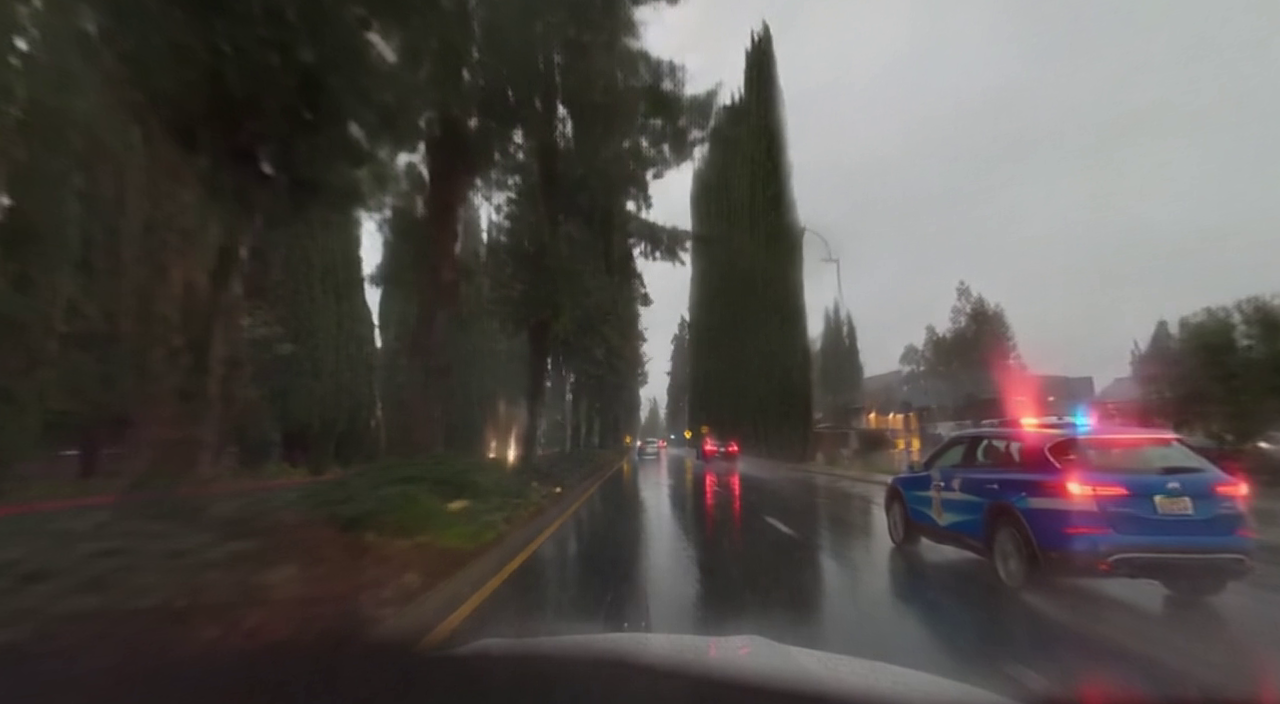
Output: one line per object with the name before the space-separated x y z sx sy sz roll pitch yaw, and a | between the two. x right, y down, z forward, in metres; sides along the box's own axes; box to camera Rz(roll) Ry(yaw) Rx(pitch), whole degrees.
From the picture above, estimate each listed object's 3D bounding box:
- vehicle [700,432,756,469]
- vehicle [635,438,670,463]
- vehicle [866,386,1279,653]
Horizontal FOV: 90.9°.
vehicle | 4.302 4.887 31.395 2.110 1.666 3.912 0 -8 -1
vehicle | 0.730 6.060 38.970 2.026 1.466 4.282 0 -8 0
vehicle | 3.980 1.329 6.032 2.052 1.639 4.123 0 -8 0
